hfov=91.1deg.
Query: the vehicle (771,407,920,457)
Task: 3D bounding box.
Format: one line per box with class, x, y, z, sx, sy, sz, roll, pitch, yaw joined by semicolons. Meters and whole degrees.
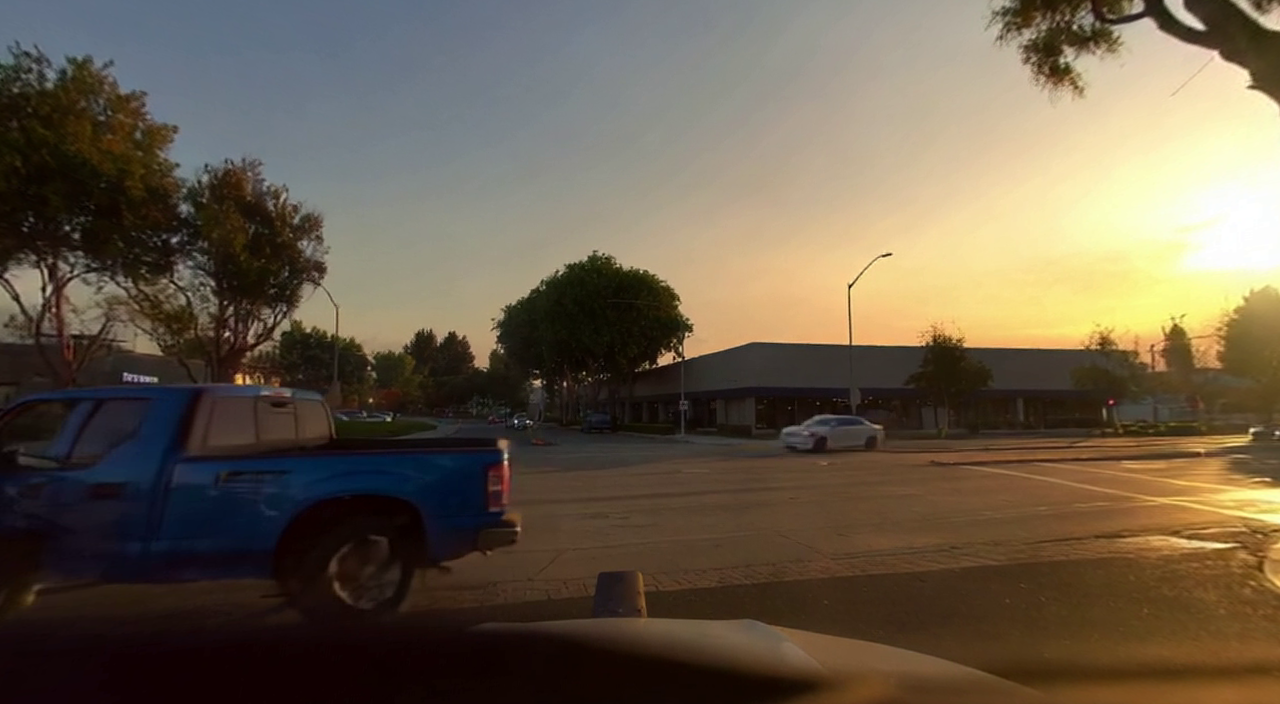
vehicle;8.079;3.191;24.788;5.333;1.837;2.124;3;-9;-20
